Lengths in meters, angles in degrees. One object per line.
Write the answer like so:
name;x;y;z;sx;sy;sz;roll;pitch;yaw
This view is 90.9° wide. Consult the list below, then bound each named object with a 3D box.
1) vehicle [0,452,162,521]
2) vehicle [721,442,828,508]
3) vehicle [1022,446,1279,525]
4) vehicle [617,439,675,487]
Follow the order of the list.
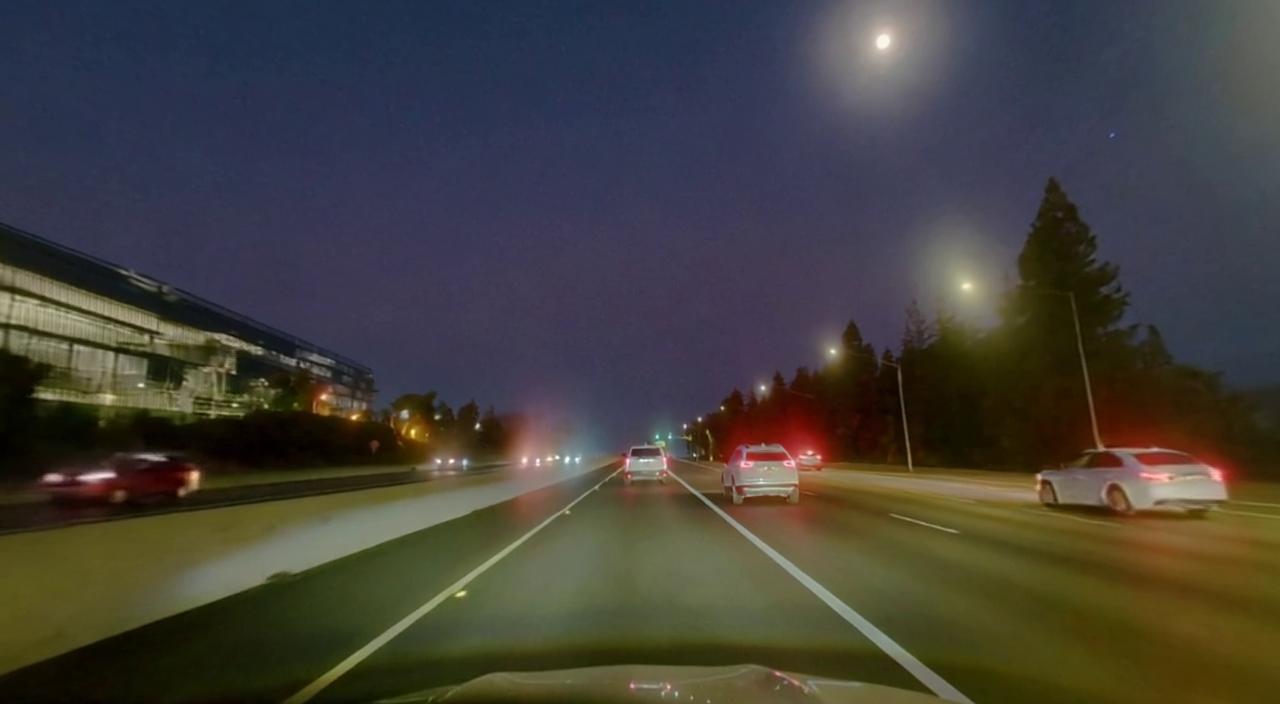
vehicle;-17.885;4.000;19.490;2.003;1.754;5.307;0;-8;1
vehicle;3.562;3.315;17.523;2.042;1.592;4.047;0;-8;-1
vehicle;10.984;2.843;14.131;2.027;1.446;4.470;0;-8;0
vehicle;0.256;4.757;27.367;2.290;1.862;4.454;0;-8;1
